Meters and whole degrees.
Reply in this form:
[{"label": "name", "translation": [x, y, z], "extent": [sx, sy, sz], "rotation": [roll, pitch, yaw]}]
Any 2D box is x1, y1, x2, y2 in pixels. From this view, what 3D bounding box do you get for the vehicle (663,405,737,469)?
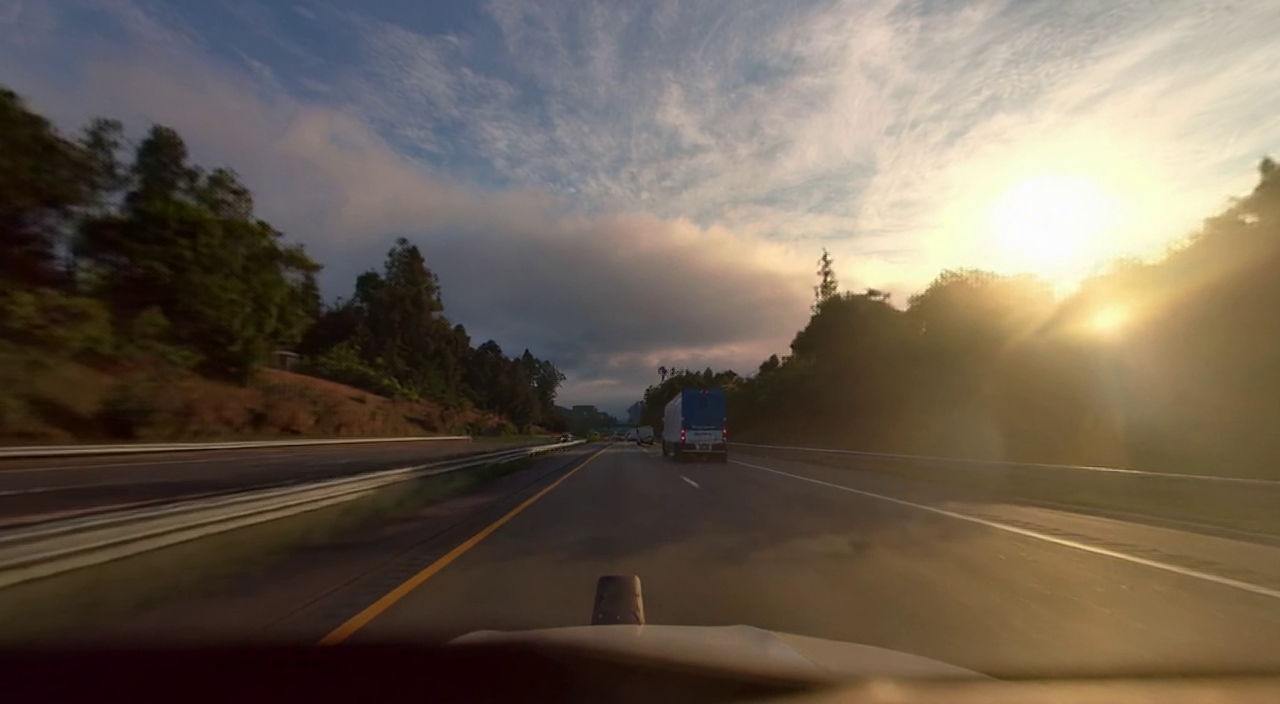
[{"label": "vehicle", "translation": [2.553, 3.872, 28.753], "extent": [2.570, 2.596, 6.082], "rotation": [0, -8, -2]}]
